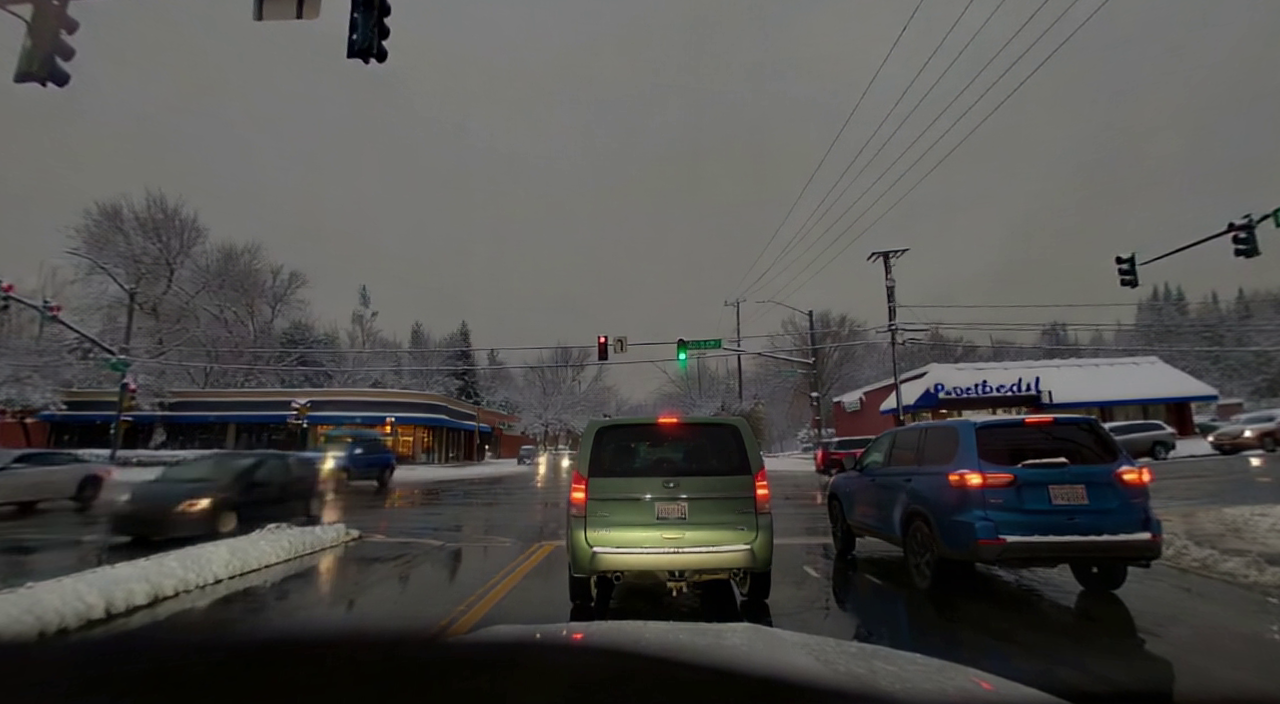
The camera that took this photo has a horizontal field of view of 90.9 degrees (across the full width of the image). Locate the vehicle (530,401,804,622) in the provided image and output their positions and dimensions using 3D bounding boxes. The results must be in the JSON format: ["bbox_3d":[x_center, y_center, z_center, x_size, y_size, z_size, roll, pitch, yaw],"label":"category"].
[{"bbox_3d":[0.259,1.507,6.830,2.098,1.682,3.778,0,-8,2],"label":"vehicle"}]

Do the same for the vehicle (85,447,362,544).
[{"bbox_3d":[-7.600,2.614,12.284,2.017,1.468,4.663,-1,-8,3],"label":"vehicle"}]

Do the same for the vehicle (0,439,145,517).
[{"bbox_3d":[-14.719,2.921,14.936,1.943,1.680,4.709,-1,-8,3],"label":"vehicle"}]

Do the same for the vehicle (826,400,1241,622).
[{"bbox_3d":[3.613,1.519,6.964,1.976,1.664,4.189,-1,-8,2],"label":"vehicle"}]

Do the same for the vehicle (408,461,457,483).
[{"bbox_3d":[-15.490,8.964,47.271,1.875,1.475,4.449,-1,-8,5],"label":"vehicle"}]
